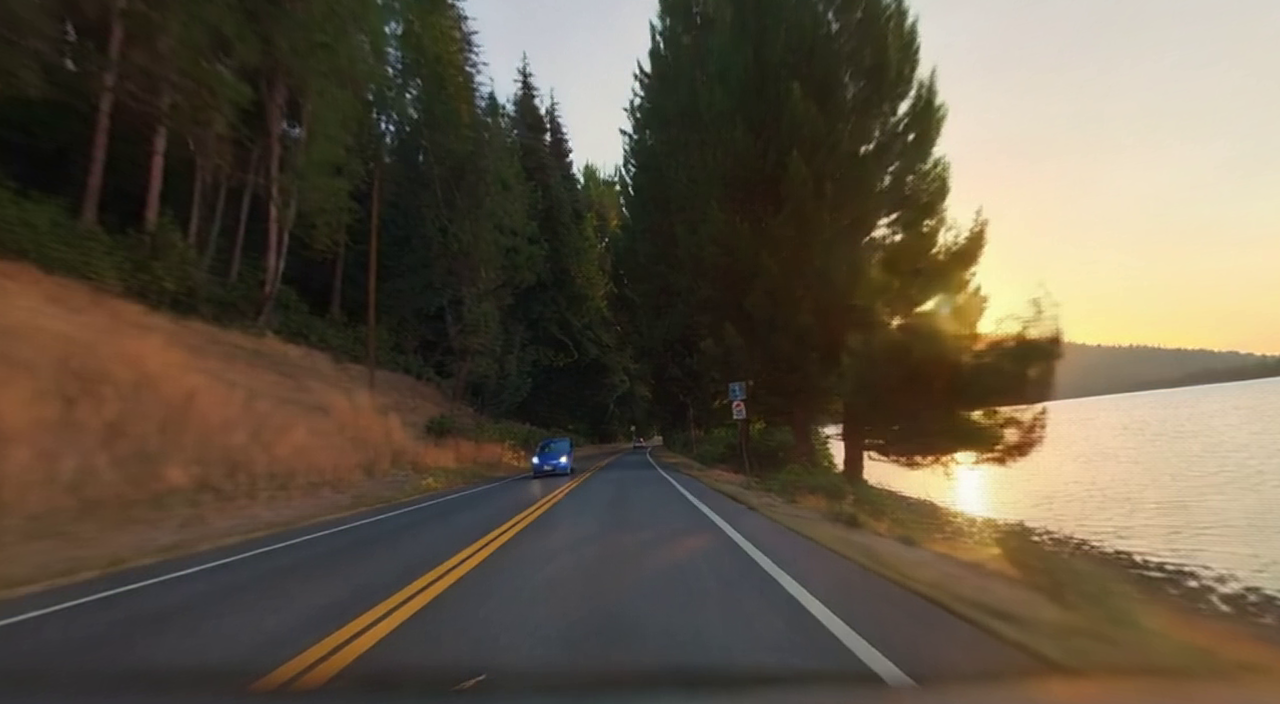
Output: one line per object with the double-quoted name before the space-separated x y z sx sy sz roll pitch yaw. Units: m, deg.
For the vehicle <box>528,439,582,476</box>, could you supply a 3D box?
"vehicle" -4.510 5.690 34.200 2.228 1.834 4.621 0 -9 0
